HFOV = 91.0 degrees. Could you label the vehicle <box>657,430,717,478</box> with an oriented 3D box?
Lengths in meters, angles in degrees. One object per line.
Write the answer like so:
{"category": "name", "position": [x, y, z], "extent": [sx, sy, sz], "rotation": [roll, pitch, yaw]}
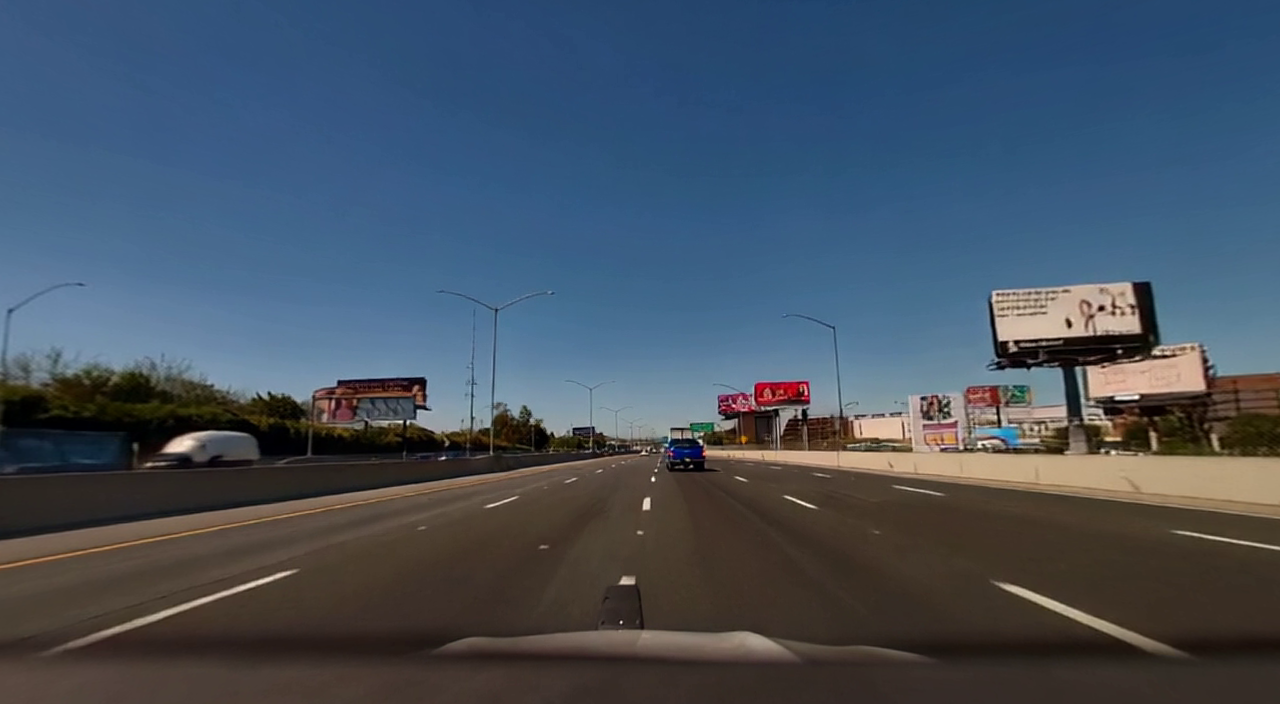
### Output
{"category": "vehicle", "position": [2.290, 5.190, 32.237], "extent": [2.740, 2.157, 6.300], "rotation": [-1, -9, 2]}
